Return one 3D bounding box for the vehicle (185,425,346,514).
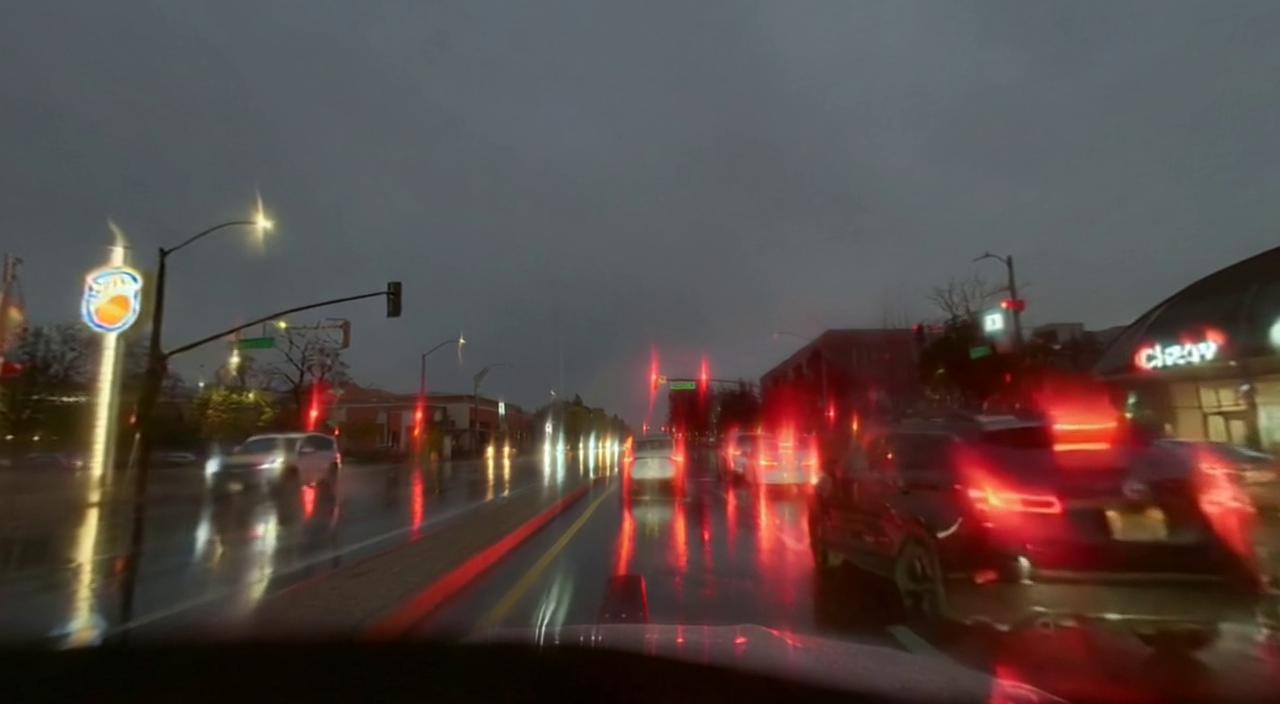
[{"bbox_3d":[-8.651,2.716,15.122,2.106,1.751,4.554,2,-9,-15],"label":"vehicle"}]

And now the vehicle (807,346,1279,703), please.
[{"bbox_3d":[3.199,1.211,5.688,2.038,1.787,4.946,0,-8,0],"label":"vehicle"}]

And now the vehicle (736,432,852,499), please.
[{"bbox_3d":[3.794,2.877,16.369,1.883,1.480,4.489,0,-8,0],"label":"vehicle"}]

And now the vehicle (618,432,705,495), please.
[{"bbox_3d":[0.513,2.961,17.076,2.073,1.496,3.892,0,-8,0],"label":"vehicle"}]
